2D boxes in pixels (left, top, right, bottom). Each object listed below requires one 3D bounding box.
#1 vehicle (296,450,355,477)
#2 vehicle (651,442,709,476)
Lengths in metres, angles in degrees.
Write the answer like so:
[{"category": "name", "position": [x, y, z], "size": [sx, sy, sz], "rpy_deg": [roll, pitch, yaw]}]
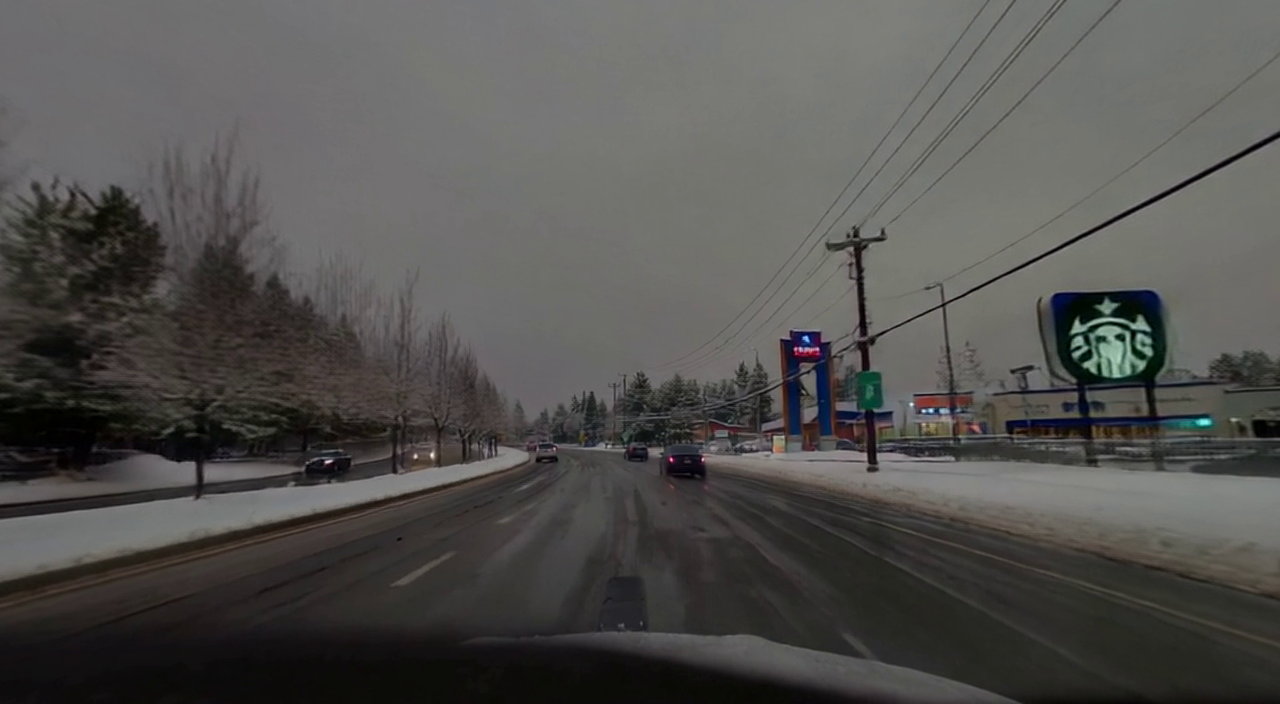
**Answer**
[{"category": "vehicle", "position": [-21.565, 7.640, 43.508], "size": [2.005, 1.713, 4.648], "rpy_deg": [1, -8, -5]}, {"category": "vehicle", "position": [1.787, 4.950, 29.457], "size": [2.130, 1.476, 4.453], "rpy_deg": [1, -9, -4]}]
